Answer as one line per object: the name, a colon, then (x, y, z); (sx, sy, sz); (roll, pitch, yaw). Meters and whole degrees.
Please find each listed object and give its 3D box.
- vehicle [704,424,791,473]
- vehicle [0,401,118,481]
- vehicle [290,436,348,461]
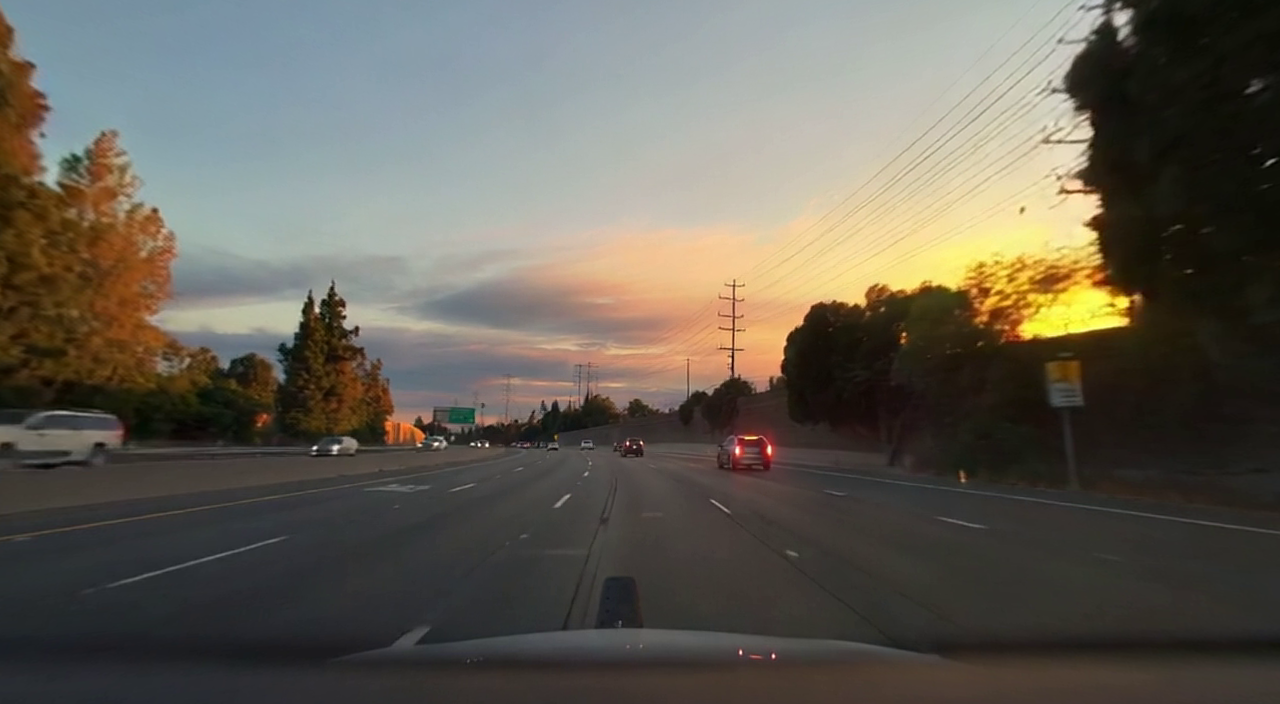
vehicle: (4.849, 4.486, 29.631); (2.504, 2.033, 5.979); (1, -8, -6)
vehicle: (-22.659, 3.215, 22.732); (2.625, 2.635, 6.136); (0, -8, -3)
vehicle: (-24.042, 7.243, 47.475); (2.088, 1.769, 4.831); (1, -8, -4)
